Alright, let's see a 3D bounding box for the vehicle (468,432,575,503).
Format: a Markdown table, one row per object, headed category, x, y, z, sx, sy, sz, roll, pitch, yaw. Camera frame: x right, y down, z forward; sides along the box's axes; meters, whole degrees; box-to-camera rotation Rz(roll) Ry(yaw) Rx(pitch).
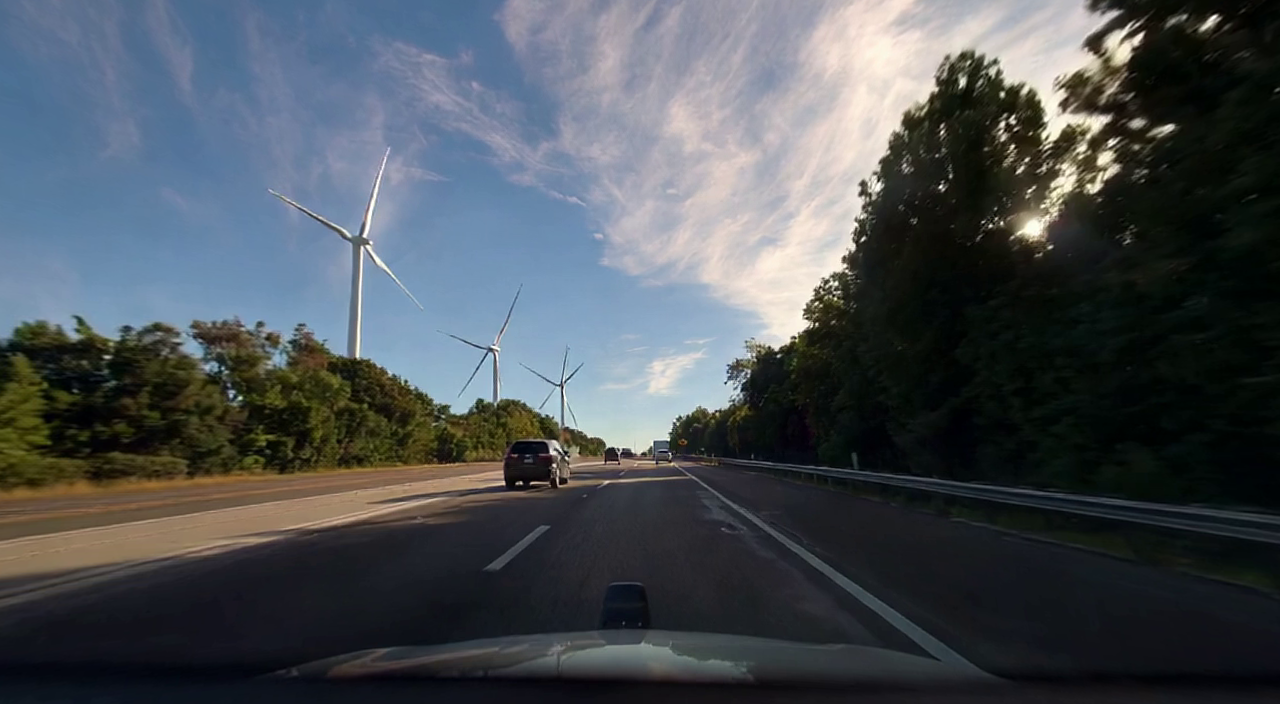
| category | x | y | z | sx | sy | sz | roll | pitch | yaw |
| --- | --- | --- | --- | --- | --- | --- | --- | --- | --- |
| vehicle | -3.114 | 3.160 | 17.531 | 2.038 | 1.723 | 4.150 | -1 | -9 | 2 |
